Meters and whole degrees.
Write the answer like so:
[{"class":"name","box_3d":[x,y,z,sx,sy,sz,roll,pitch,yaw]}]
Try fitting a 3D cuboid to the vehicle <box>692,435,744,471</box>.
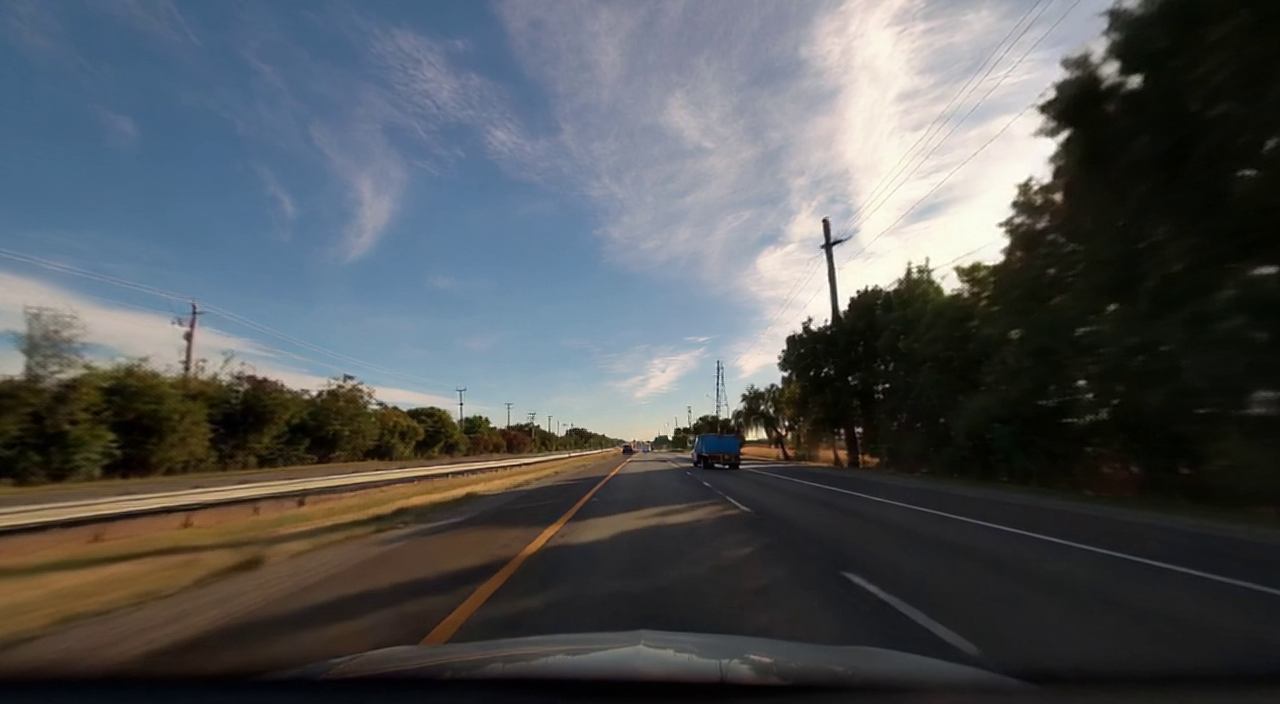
[{"class":"vehicle","box_3d":[4.278,5.685,35.458,2.228,1.852,5.449,0,-9,0]}]
